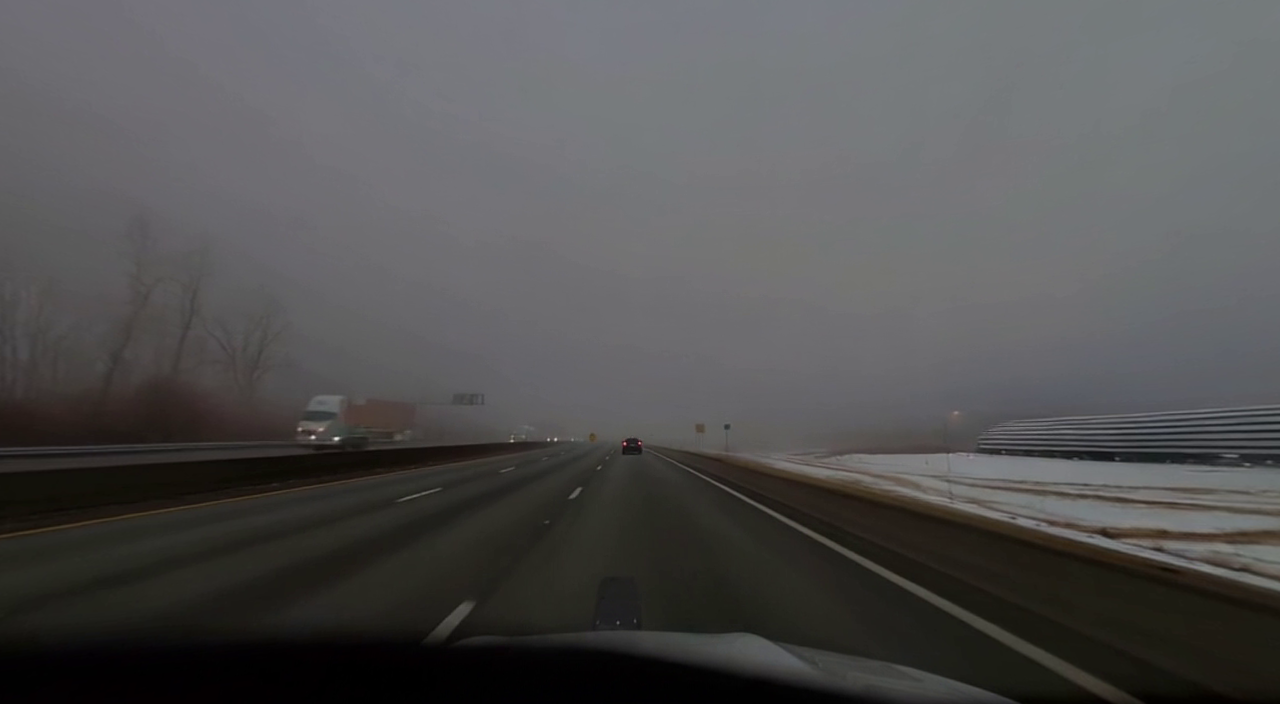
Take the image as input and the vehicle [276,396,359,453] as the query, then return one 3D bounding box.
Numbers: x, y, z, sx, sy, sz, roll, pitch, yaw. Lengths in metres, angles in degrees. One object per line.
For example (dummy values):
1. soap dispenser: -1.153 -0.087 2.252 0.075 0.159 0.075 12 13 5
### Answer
1. vehicle: -23.794 5.451 46.821 2.900 3.946 6.115 0 -8 -1
